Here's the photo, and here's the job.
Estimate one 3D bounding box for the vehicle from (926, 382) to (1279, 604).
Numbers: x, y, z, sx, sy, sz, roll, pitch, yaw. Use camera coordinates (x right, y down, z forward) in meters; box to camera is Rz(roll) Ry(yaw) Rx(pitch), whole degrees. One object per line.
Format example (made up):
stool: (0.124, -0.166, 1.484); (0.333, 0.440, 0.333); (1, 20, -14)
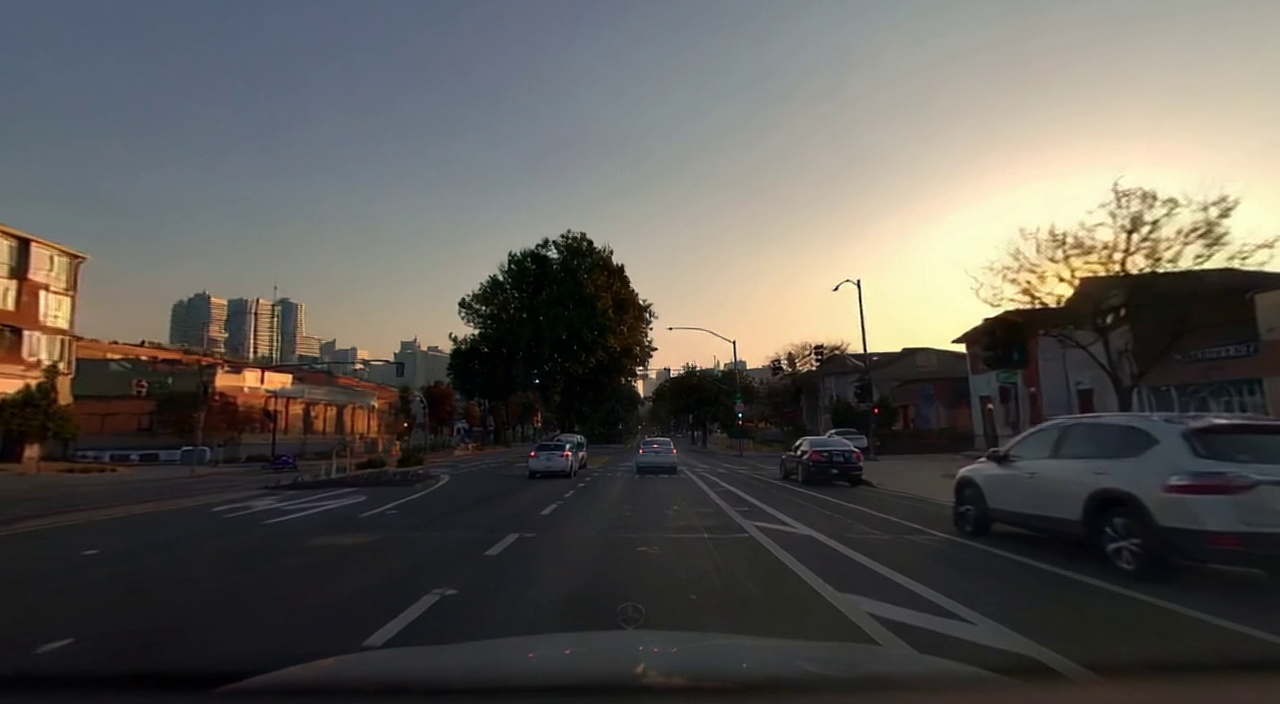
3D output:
vehicle: (5.599, 1.425, 7.538); (2.069, 1.776, 4.797); (0, -7, 0)

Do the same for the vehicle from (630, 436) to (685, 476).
vehicle: (0.631, 4.215, 25.739); (2.075, 1.480, 3.920); (0, -8, 0)

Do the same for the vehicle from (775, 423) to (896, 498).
vehicle: (5.744, 3.176, 19.262); (2.112, 1.966, 4.642); (-1, -7, -1)

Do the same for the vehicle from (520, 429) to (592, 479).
vehicle: (-3.147, 3.962, 24.686); (2.150, 1.779, 4.423); (0, -8, 1)
